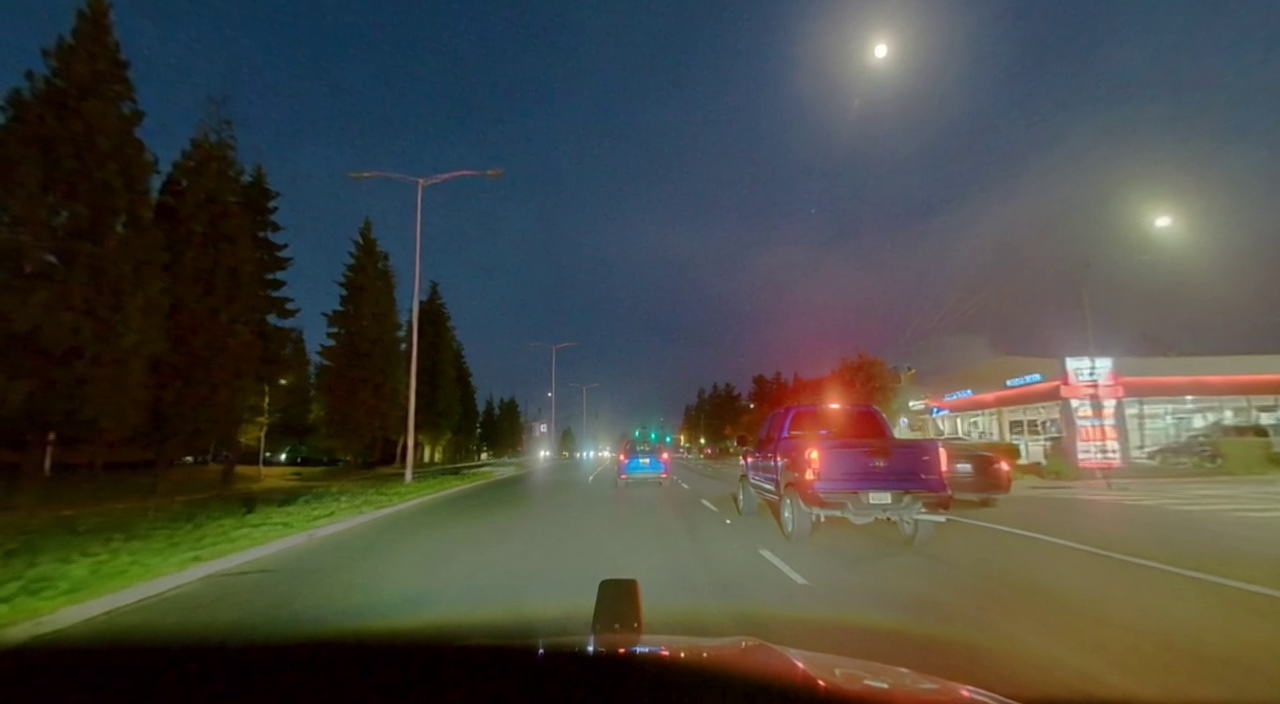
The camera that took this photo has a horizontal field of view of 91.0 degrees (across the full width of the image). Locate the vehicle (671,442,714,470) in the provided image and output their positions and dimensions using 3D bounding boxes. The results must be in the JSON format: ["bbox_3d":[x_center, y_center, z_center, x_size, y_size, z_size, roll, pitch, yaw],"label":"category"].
[{"bbox_3d":[2.868,5.862,35.531,1.970,1.464,4.249,0,-9,-1],"label":"vehicle"}]

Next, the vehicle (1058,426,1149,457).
[{"bbox_3d":[28.720,5.575,39.086,3.992,1.669,1.803,-3,-9,3],"label":"vehicle"}]

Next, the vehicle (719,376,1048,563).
[{"bbox_3d":[3.158,1.779,10.248,2.731,2.101,6.047,1,-9,-2],"label":"vehicle"}]

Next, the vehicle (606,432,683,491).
[{"bbox_3d":[0.078,3.400,19.791,2.145,1.650,4.021,0,-9,-1],"label":"vehicle"}]

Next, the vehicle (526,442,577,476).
[{"bbox_3d":[-4.126,5.034,29.939,1.960,1.475,4.161,0,-9,-2],"label":"vehicle"}]
